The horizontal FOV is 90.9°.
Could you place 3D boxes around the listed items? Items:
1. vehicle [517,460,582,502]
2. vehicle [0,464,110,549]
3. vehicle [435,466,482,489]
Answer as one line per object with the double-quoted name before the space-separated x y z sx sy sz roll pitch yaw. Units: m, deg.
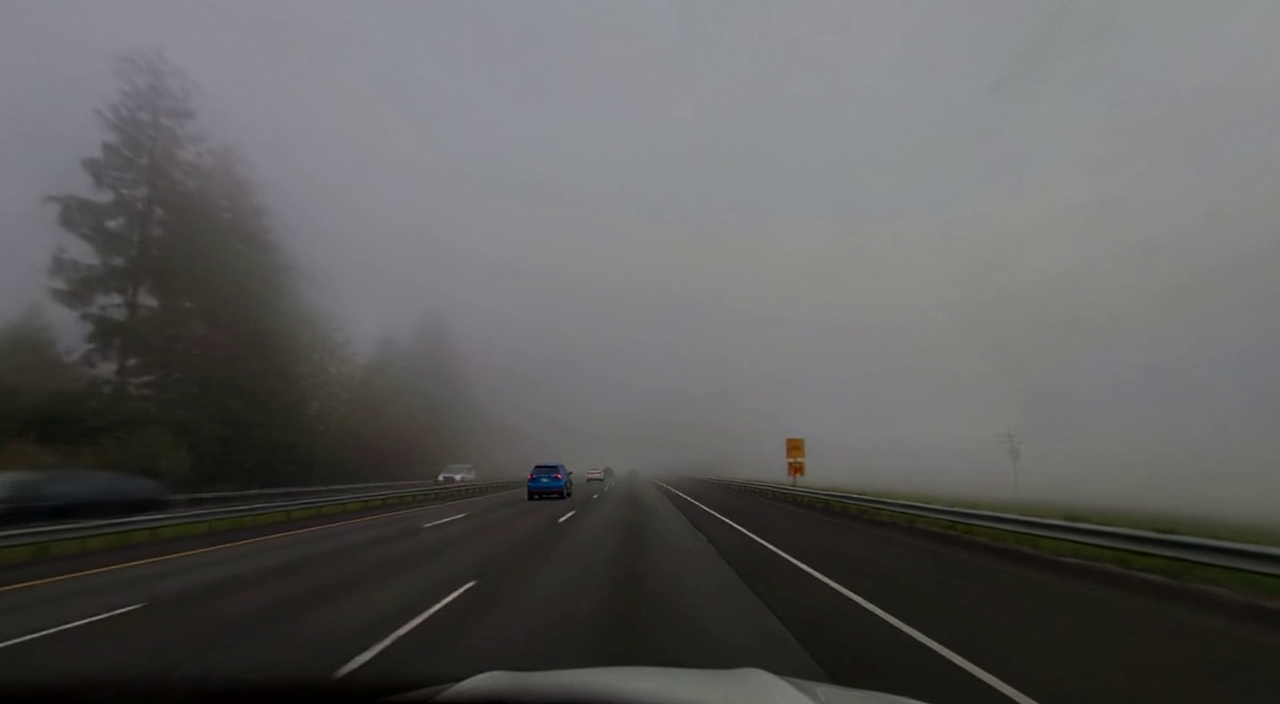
"vehicle" -3.757 5.480 27.009 2.068 1.592 4.479 1 -10 0
"vehicle" -12.670 2.826 11.551 1.939 1.525 4.481 1 -10 0
"vehicle" -12.771 8.852 44.691 2.012 1.522 4.405 1 -10 0
